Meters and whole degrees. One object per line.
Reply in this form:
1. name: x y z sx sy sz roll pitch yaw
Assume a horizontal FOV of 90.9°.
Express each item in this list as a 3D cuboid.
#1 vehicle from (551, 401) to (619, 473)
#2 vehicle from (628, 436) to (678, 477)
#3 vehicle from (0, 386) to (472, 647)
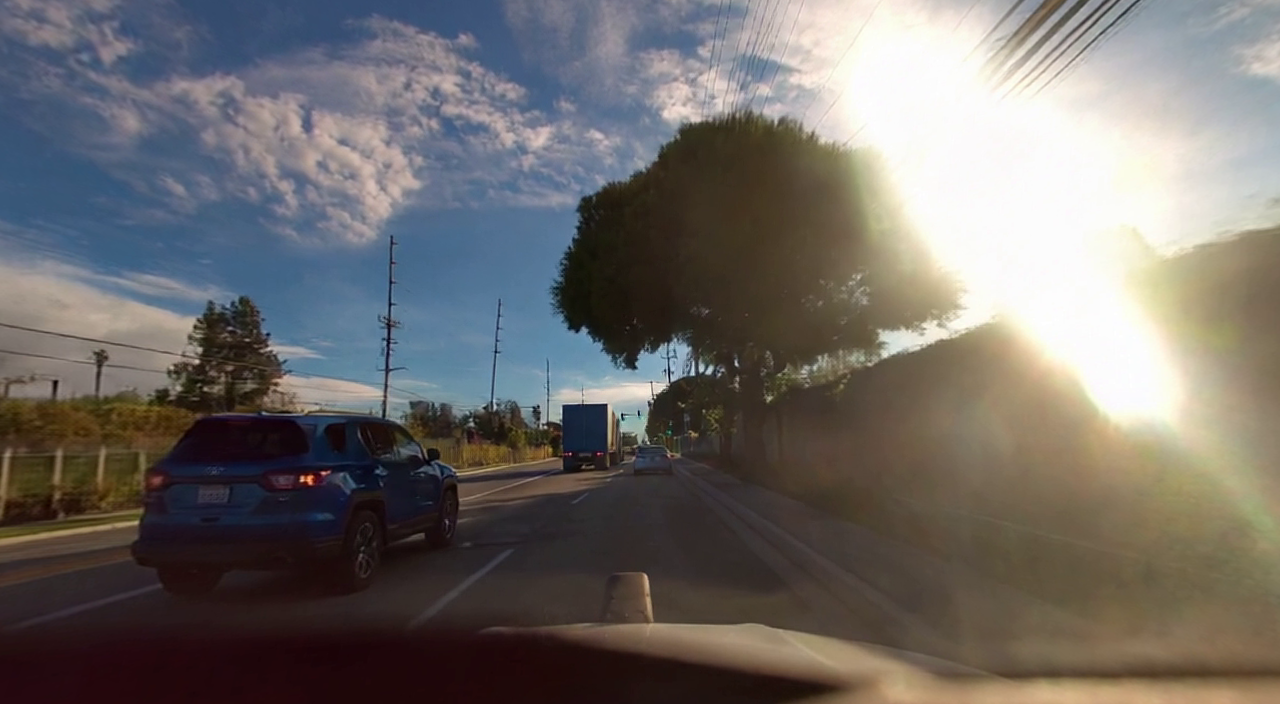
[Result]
1. vehicle: -2.991 5.052 36.939 2.928 3.658 8.980 0 -9 1
2. vehicle: 0.592 4.885 29.698 2.174 1.749 4.113 0 -9 1
3. vehicle: -3.566 1.508 6.818 2.093 1.832 4.508 -1 -9 2
